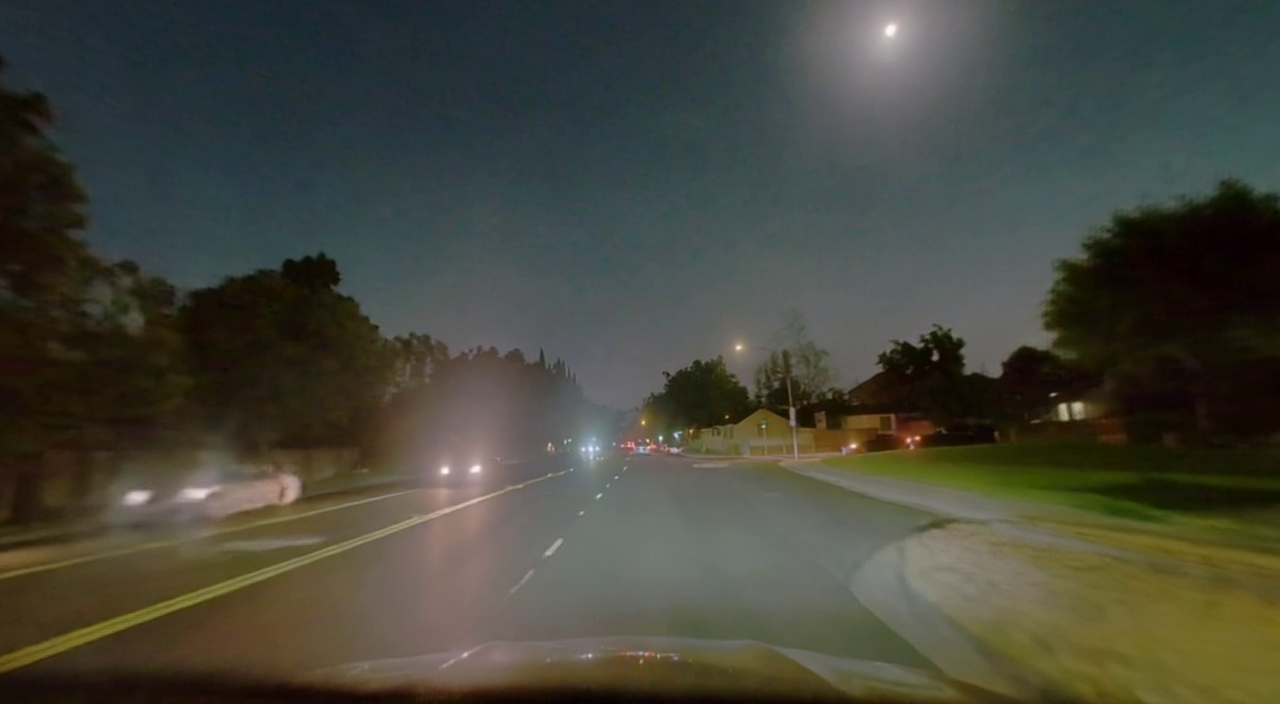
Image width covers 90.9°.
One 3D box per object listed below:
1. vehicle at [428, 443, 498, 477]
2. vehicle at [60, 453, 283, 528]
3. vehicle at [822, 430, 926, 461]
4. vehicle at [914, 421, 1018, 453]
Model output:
[{"bbox_3d":[-8.518,5.235,30.837,1.961,1.518,4.846,0,-8,1],"label":"vehicle"},{"bbox_3d":[-11.290,3.315,15.734,2.026,1.519,4.534,0,-8,1],"label":"vehicle"},{"bbox_3d":[13.479,5.384,36.533,5.177,1.468,2.090,-3,-6,3],"label":"vehicle"},{"bbox_3d":[18.904,4.951,36.675,4.821,1.832,2.196,0,-8,-2],"label":"vehicle"}]
